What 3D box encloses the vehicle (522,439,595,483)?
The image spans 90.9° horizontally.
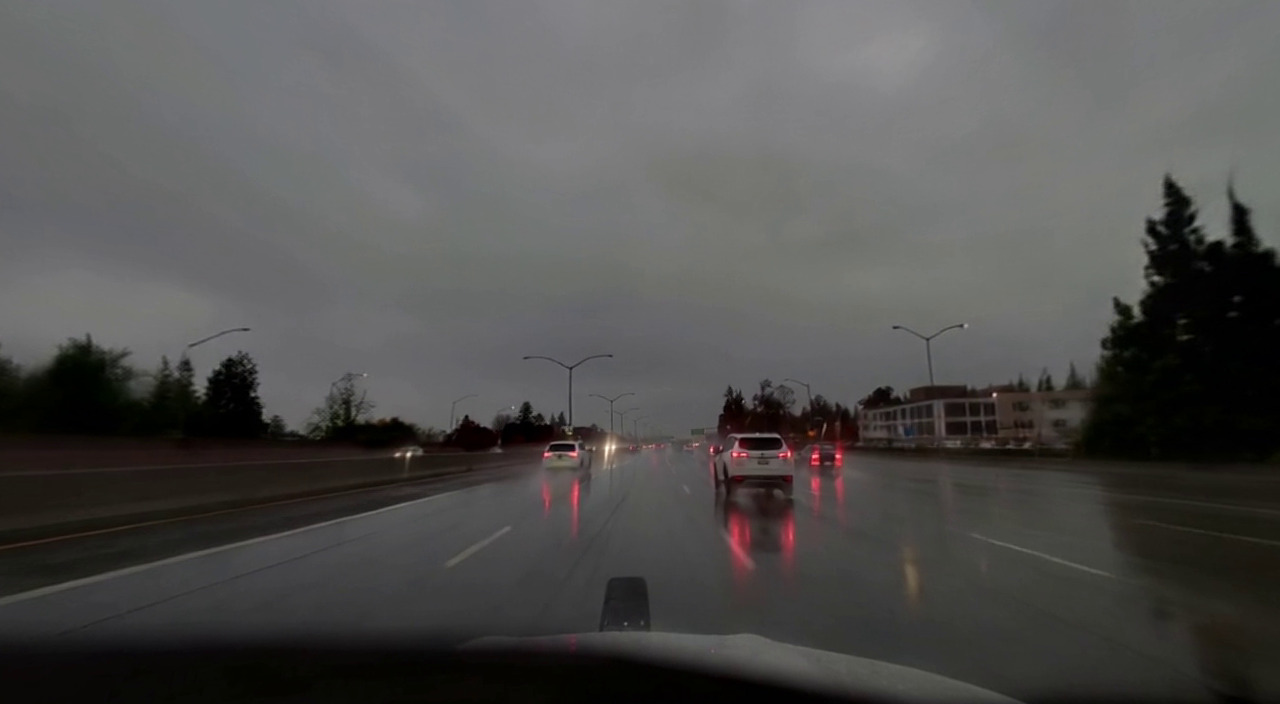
[{"bbox_3d":[-3.073,4.240,24.879,2.080,1.542,4.718,-1,-8,2],"label":"vehicle"}]

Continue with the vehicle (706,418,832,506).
[{"bbox_3d":[3.025,2.713,15.979,2.148,1.852,4.835,0,-8,0],"label":"vehicle"}]
